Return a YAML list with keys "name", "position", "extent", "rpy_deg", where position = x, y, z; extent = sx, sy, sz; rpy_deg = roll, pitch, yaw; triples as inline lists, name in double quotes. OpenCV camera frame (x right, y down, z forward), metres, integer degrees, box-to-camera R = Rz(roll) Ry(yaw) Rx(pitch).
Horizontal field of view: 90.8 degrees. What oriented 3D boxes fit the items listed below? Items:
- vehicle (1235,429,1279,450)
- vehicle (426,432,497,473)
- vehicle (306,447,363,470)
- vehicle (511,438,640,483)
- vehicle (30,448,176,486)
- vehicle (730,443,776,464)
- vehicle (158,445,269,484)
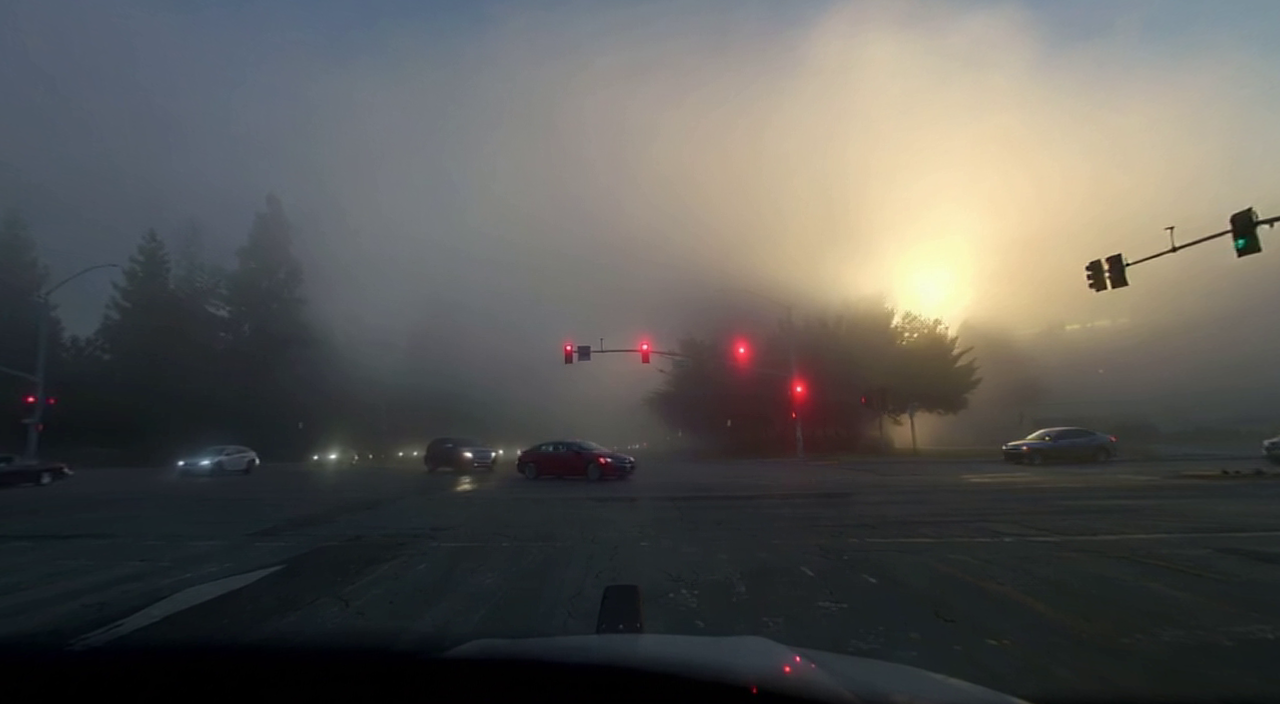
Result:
- name: "vehicle"
  position: [45.671, 6.270, 45.256]
  extent: [1.786, 1.412, 4.330]
  rpy_deg: [0, -9, 0]
- name: "vehicle"
  position: [-9.061, 5.045, 31.846]
  extent: [2.017, 1.877, 4.767]
  rpy_deg: [5, -10, -33]
- name: "vehicle"
  position: [-23.227, 8.085, 48.199]
  extent: [2.041, 1.642, 4.628]
  rpy_deg: [0, -8, 0]
- name: "vehicle"
  position: [-2.454, 3.982, 23.442]
  extent: [4.532, 1.467, 2.135]
  rpy_deg: [-7, -11, 38]
- name: "vehicle"
  position: [-28.555, 6.084, 33.874]
  extent: [2.901, 1.827, 5.034]
  rpy_deg: [-3, -9, 18]
- name: "vehicle"
  position: [8.289, 7.471, 46.740]
  extent: [2.133, 1.437, 4.420]
  rpy_deg: [1, -9, -6]
- name: "vehicle"
  position: [-19.562, 5.140, 29.266]
  extent: [1.924, 1.656, 4.593]
  rpy_deg: [0, -9, 0]
